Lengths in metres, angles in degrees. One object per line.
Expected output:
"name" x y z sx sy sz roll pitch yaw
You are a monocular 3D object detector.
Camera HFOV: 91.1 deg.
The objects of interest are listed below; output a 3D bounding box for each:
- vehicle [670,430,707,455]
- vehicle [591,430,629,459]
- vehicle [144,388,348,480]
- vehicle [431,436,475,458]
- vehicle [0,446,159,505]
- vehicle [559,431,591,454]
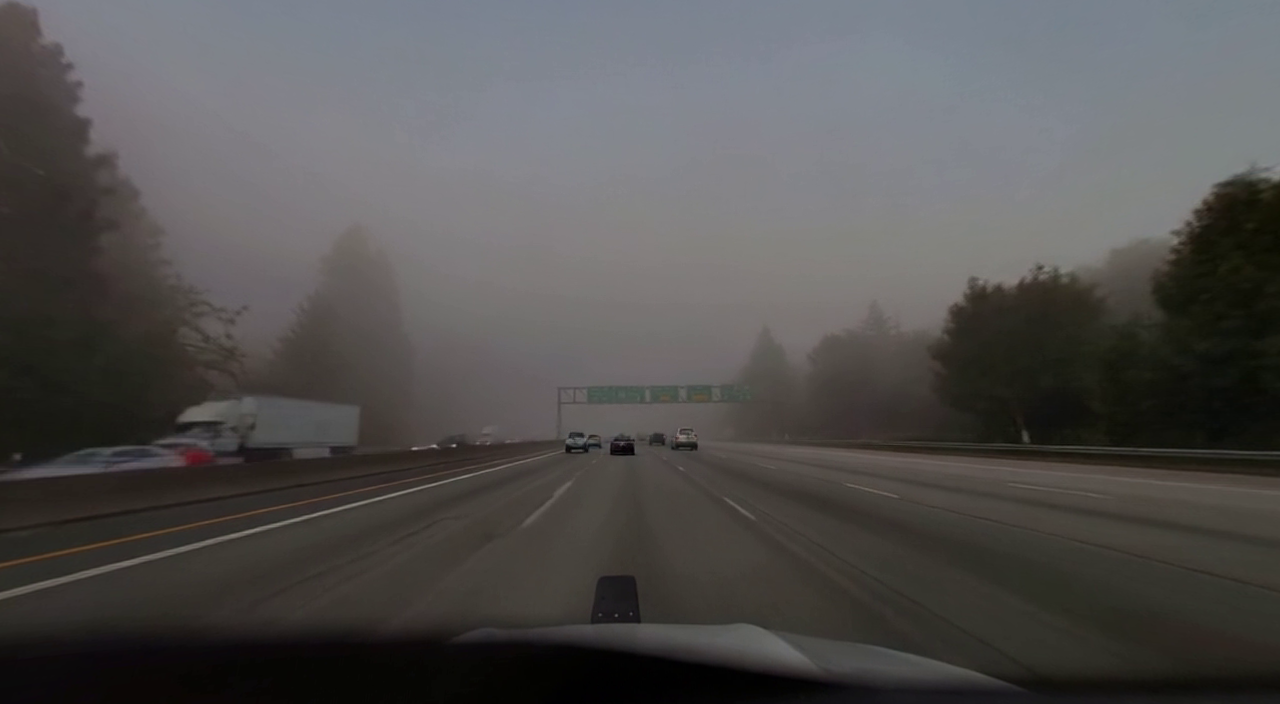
"vehicle" 3.276 6.242 43.523 2.066 1.673 4.225 0 -8 -2
"vehicle" -1.793 5.478 37.454 2.119 1.629 3.946 0 -8 -2
"vehicle" -21.102 4.658 35.572 2.956 4.110 14.125 0 -8 -2
"vehicle" -14.080 7.147 47.560 1.969 1.572 4.308 0 -8 0
"vehicle" -16.991 3.622 18.931 1.800 1.497 4.109 0 -8 -1
"vehicle" -4.904 6.917 47.936 2.046 1.658 4.008 0 -8 -1
